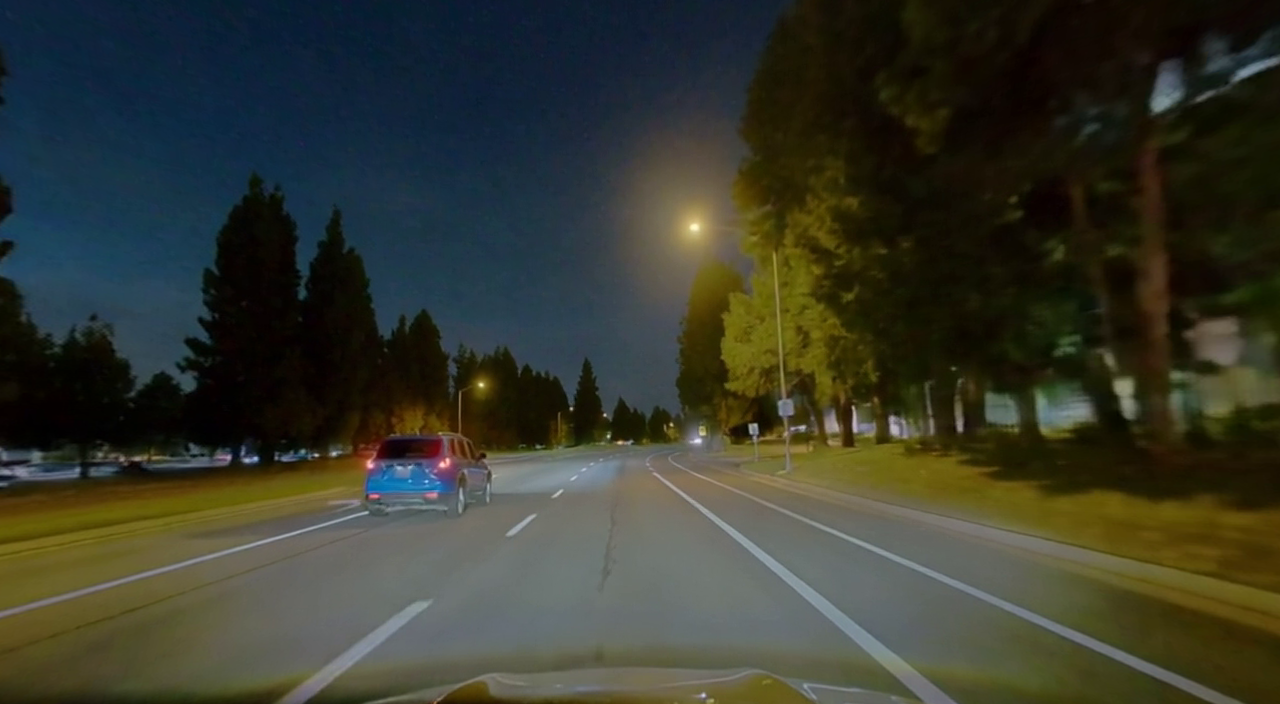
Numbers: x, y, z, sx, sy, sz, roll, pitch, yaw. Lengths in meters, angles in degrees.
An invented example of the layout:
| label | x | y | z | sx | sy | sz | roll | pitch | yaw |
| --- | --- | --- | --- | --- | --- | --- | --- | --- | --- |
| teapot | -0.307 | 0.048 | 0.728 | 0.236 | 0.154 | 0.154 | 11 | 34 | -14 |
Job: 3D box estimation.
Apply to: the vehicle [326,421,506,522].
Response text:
| label | x | y | z | sx | sy | sz | roll | pitch | yaw |
| --- | --- | --- | --- | --- | --- | --- | --- | --- | --- |
| vehicle | -4.337 | 2.388 | 13.152 | 2.121 | 1.724 | 4.392 | 0 | -9 | 0 |
